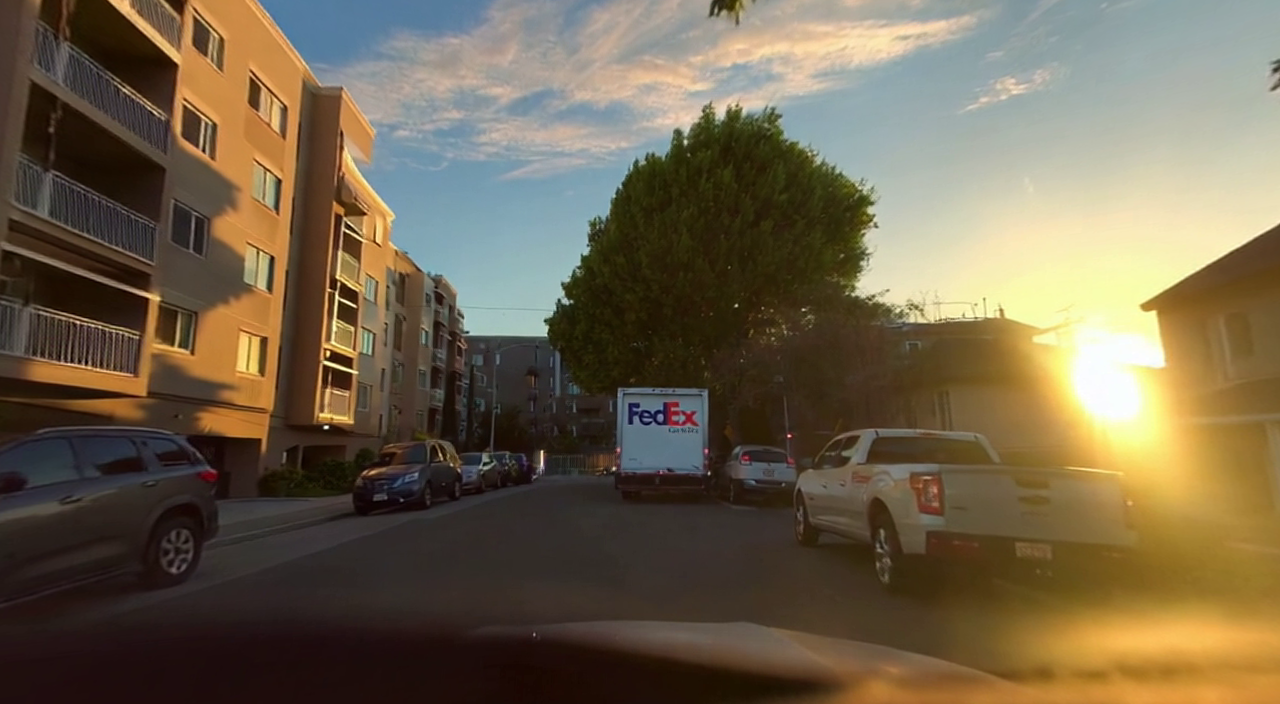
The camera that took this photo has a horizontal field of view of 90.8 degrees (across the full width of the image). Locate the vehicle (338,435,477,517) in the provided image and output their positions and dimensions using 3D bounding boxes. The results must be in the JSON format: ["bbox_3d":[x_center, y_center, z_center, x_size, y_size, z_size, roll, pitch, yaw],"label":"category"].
[{"bbox_3d":[-5.968,3.204,16.925,2.020,1.867,4.654,0,-8,-1],"label":"vehicle"}]

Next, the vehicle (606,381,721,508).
[{"bbox_3d":[0.533,2.978,20.439,2.930,3.275,8.180,0,-8,-1],"label":"vehicle"}]

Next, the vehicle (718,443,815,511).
[{"bbox_3d":[3.308,3.320,17.287,1.868,1.623,3.815,0,-9,0],"label":"vehicle"}]

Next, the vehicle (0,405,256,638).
[{"bbox_3d":[-5.904,1.432,5.737,2.089,1.757,4.256,0,-8,1],"label":"vehicle"}]

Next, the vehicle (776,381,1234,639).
[{"bbox_3d":[3.437,1.631,7.757,2.221,1.991,5.564,0,-8,-1],"label":"vehicle"}]
